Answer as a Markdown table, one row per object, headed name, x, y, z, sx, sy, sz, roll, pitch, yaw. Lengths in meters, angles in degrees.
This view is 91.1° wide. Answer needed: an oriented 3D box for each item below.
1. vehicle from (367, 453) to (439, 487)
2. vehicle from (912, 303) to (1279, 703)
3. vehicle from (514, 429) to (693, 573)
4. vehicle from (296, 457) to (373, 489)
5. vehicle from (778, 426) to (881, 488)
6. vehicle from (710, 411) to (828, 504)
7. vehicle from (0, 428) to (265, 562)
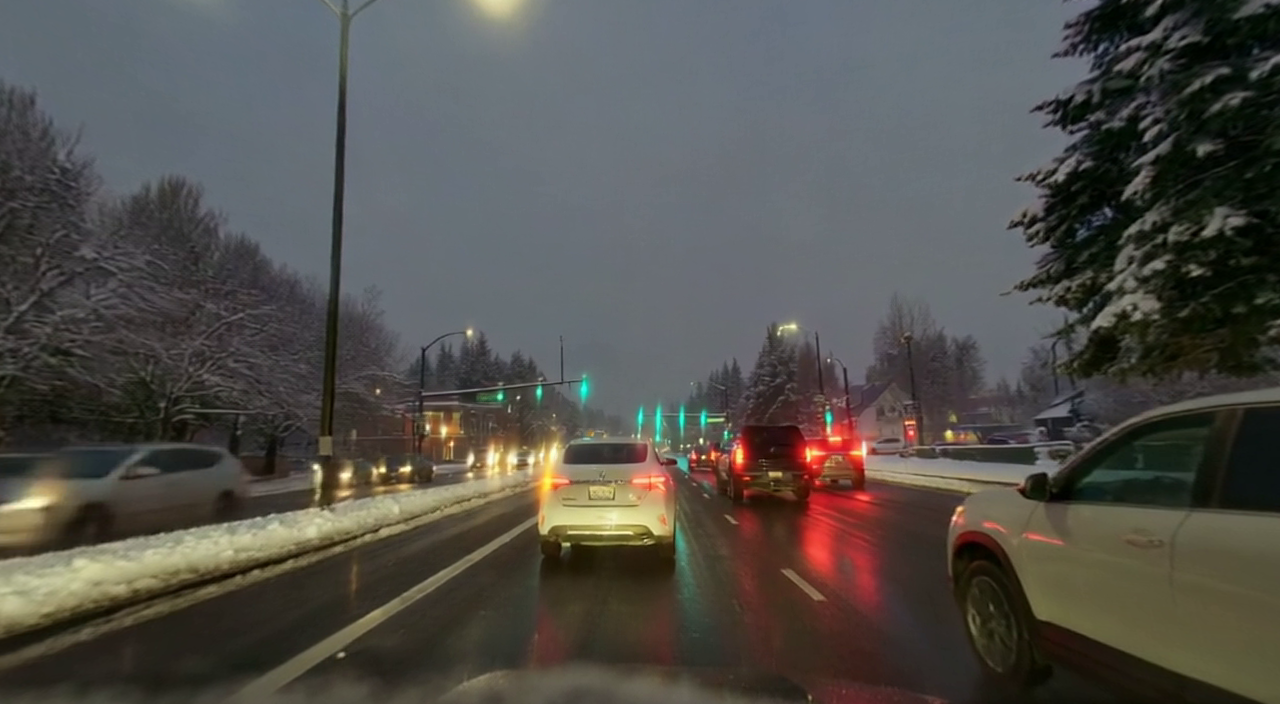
| name | x | y | z | sx | sy | sz | roll | pitch | yaw |
| --- | --- | --- | --- | --- | --- | --- | --- | --- | --- |
| vehicle | -12.316 | 6.138 | 32.972 | 1.926 | 1.598 | 4.509 | 0 | -9 | 2 |
| vehicle | 3.257 | 0.936 | 2.977 | 1.982 | 1.960 | 4.427 | 0 | -8 | 1 |
| vehicle | -0.405 | 2.066 | 9.503 | 2.111 | 1.676 | 4.018 | 0 | -8 | 1 |
| vehicle | -16.101 | 6.359 | 33.321 | 1.853 | 1.485 | 4.221 | 0 | -8 | 1 |
| vehicle | 7.497 | 4.230 | 25.604 | 2.627 | 2.252 | 5.236 | 0 | -8 | 1 |
| vehicle | 3.802 | 3.254 | 19.818 | 2.516 | 2.481 | 5.766 | 0 | -8 | 0 |
| vehicle | -9.483 | 2.481 | 11.753 | 1.979 | 1.987 | 4.542 | 0 | -9 | 1 |
